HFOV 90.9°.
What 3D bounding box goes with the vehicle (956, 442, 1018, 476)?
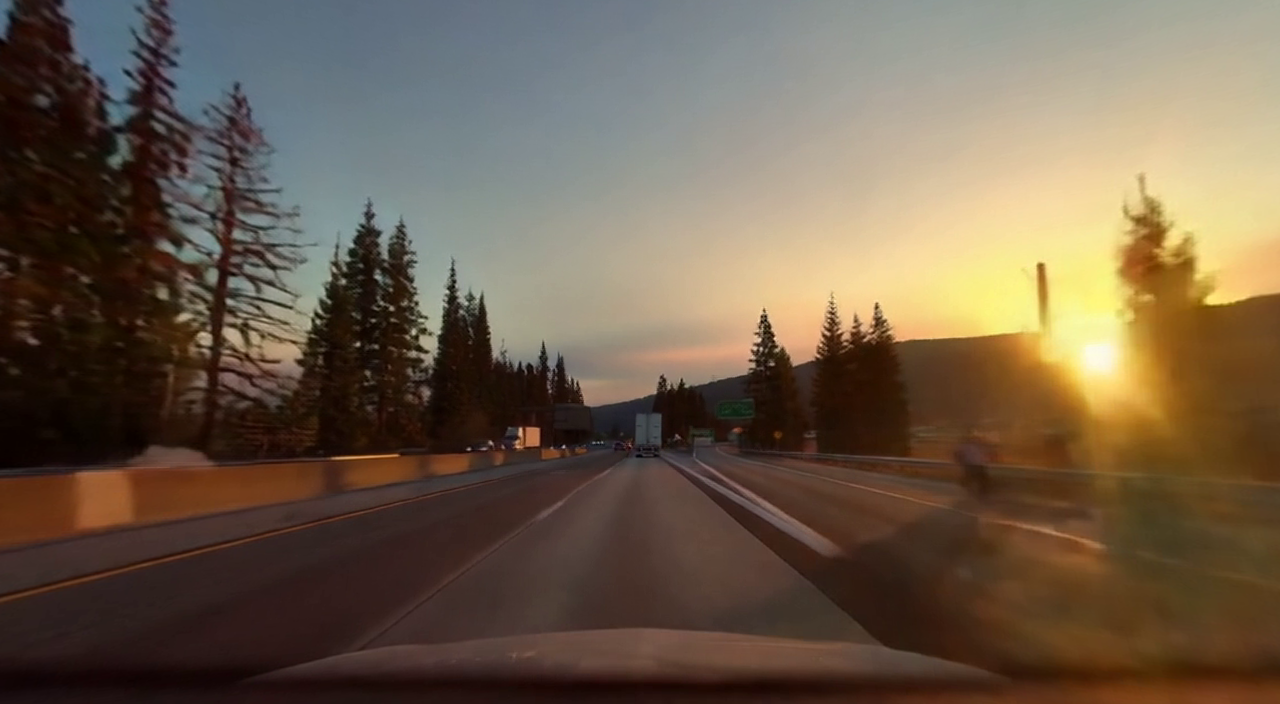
[{"bbox_3d":[25.180,7.697,45.702,2.607,2.287,4.629,-9,-12,43],"label":"vehicle"}]
